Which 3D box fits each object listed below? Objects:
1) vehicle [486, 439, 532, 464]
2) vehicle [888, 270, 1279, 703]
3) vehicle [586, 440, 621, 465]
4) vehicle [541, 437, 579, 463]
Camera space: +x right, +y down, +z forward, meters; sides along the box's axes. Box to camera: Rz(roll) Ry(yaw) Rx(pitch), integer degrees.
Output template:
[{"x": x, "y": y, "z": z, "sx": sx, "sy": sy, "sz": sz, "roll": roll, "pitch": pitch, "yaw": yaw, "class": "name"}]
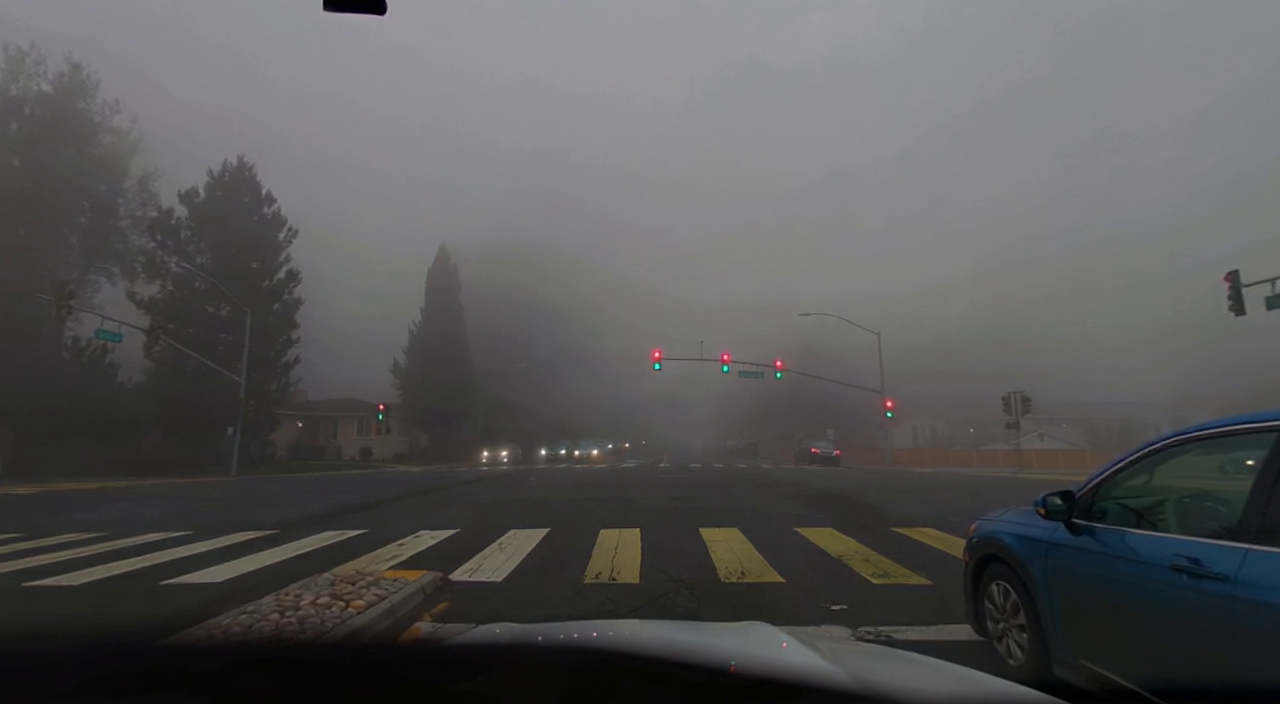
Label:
[{"x": -8.951, "y": 6.858, "z": 43.632, "sx": 2.028, "sy": 1.654, "sz": 5.027, "roll": 0, "pitch": -9, "yaw": 1, "class": "vehicle"}, {"x": 2.715, "y": 0.710, "z": 1.736, "sx": 2.085, "sy": 1.800, "sz": 4.908, "roll": 0, "pitch": -9, "yaw": 0, "class": "vehicle"}, {"x": -2.356, "y": 6.570, "z": 41.414, "sx": 2.046, "sy": 1.491, "sz": 4.118, "roll": 0, "pitch": -9, "yaw": 0, "class": "vehicle"}, {"x": -5.535, "y": 6.899, "z": 44.401, "sx": 2.091, "sy": 1.707, "sz": 4.157, "roll": 0, "pitch": -9, "yaw": 0, "class": "vehicle"}]
